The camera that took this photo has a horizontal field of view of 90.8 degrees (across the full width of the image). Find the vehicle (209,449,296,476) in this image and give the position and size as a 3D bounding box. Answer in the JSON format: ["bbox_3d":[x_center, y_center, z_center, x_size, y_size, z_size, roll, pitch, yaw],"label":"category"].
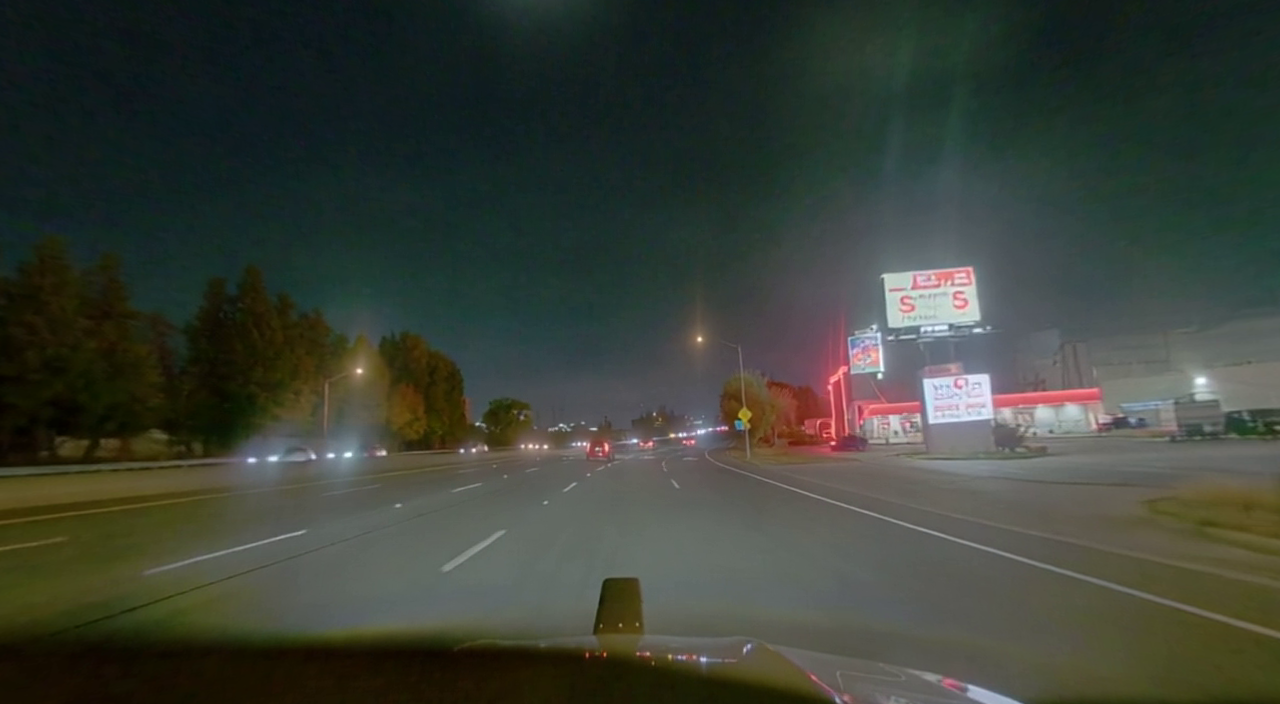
[{"bbox_3d":[-22.523,6.416,36.986,1.985,1.480,4.611,-1,-9,3],"label":"vehicle"}]

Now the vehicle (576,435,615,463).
[{"bbox_3d":[-2.991,6.596,43.020,2.139,1.782,4.079,-1,-8,3],"label":"vehicle"}]
